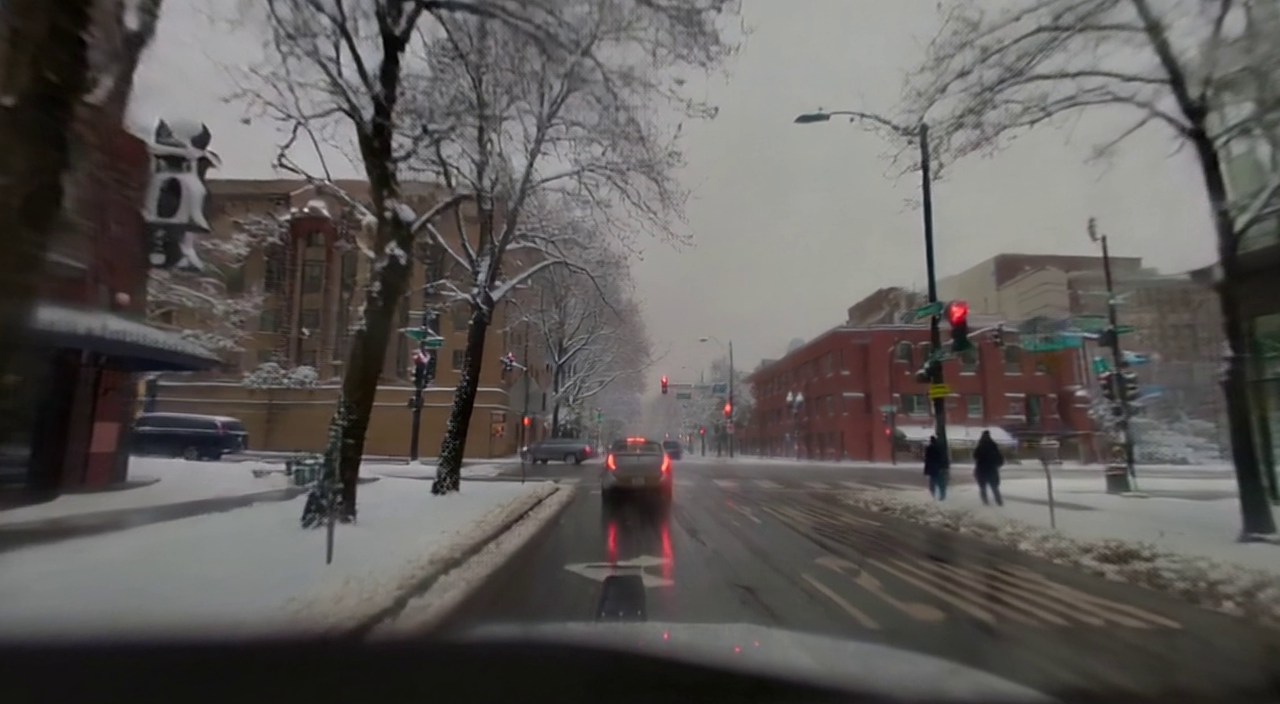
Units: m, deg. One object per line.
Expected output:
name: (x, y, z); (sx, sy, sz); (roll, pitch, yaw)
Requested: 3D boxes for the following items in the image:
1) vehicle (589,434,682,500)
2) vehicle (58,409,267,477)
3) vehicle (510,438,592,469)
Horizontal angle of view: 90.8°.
vehicle: (-0.165, 2.956, 16.698); (2.106, 1.482, 4.459); (0, -9, -2)
vehicle: (-17.958, 3.472, 24.080); (5.858, 2.396, 2.319); (1, -9, -2)
vehicle: (-4.721, 5.302, 33.162); (1.871, 1.468, 4.627); (8, -12, -44)
